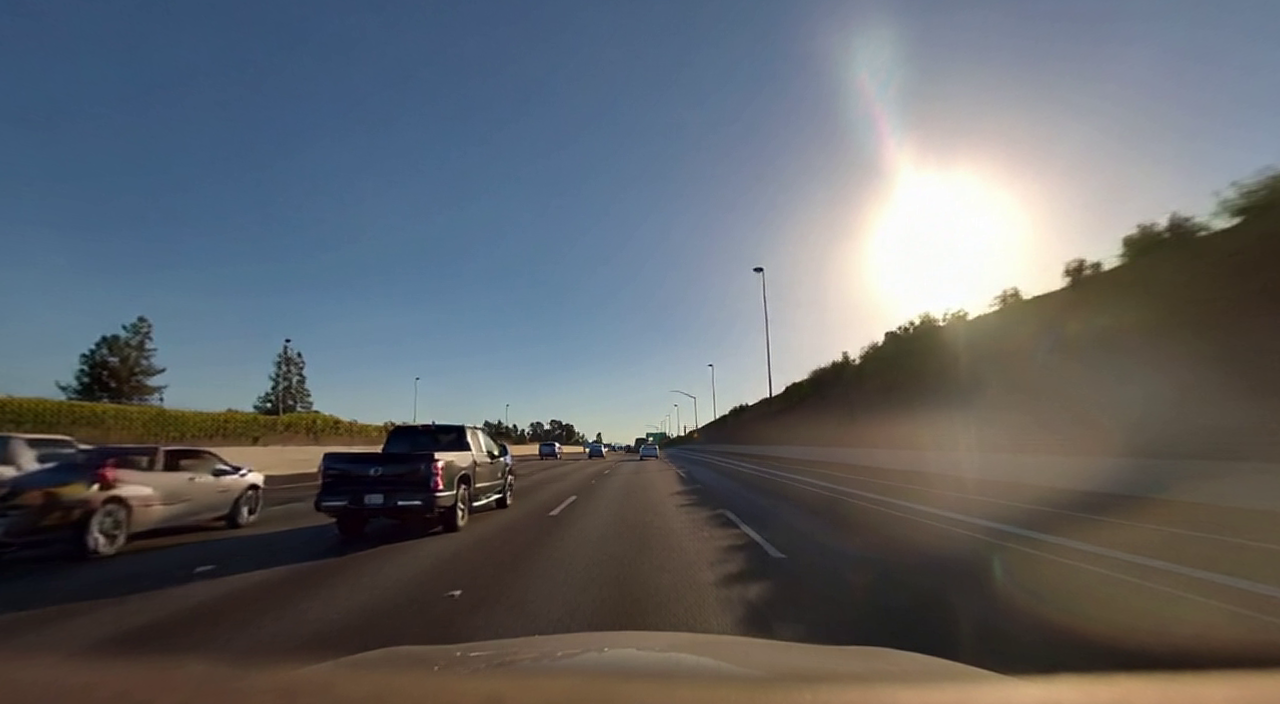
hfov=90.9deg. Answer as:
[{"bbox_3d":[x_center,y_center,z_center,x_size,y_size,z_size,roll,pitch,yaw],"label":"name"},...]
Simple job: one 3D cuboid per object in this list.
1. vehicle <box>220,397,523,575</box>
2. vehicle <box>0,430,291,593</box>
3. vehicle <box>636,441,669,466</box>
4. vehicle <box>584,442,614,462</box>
[{"bbox_3d":[-3.191,1.720,8.922,2.124,1.787,4.830,-1,-8,0],"label":"vehicle"},{"bbox_3d":[-6.630,1.787,8.007,1.887,1.475,4.316,-1,-8,1],"label":"vehicle"},{"bbox_3d":[0.779,6.613,41.346,2.073,1.480,4.343,0,-8,0],"label":"vehicle"},{"bbox_3d":[-3.165,7.901,49.865,2.056,1.480,4.022,-1,-8,1],"label":"vehicle"}]
